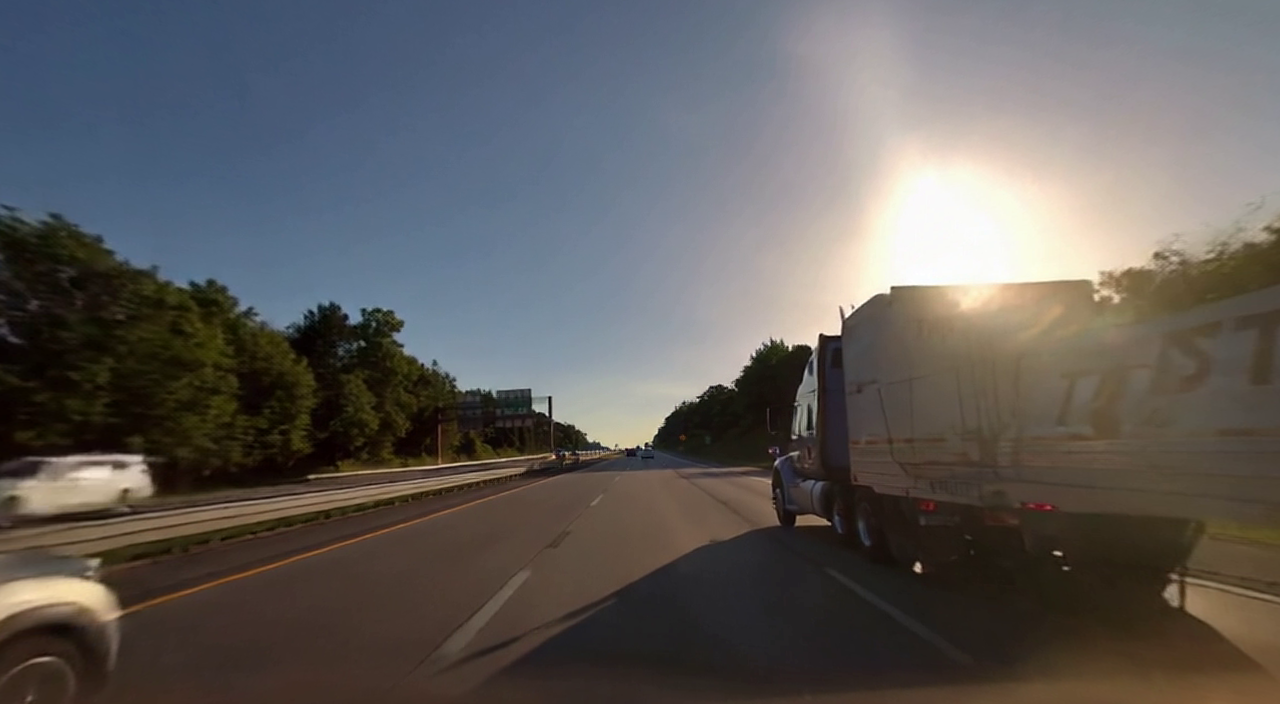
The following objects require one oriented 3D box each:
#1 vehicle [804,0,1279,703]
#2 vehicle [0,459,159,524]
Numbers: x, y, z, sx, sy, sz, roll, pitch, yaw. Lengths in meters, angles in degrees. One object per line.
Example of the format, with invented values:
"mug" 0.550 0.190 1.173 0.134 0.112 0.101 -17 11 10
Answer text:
"vehicle" 4.020 -0.307 2.367 2.947 4.020 14.220 0 -9 0
"vehicle" -15.148 3.594 16.688 1.889 1.458 3.634 0 -9 0
